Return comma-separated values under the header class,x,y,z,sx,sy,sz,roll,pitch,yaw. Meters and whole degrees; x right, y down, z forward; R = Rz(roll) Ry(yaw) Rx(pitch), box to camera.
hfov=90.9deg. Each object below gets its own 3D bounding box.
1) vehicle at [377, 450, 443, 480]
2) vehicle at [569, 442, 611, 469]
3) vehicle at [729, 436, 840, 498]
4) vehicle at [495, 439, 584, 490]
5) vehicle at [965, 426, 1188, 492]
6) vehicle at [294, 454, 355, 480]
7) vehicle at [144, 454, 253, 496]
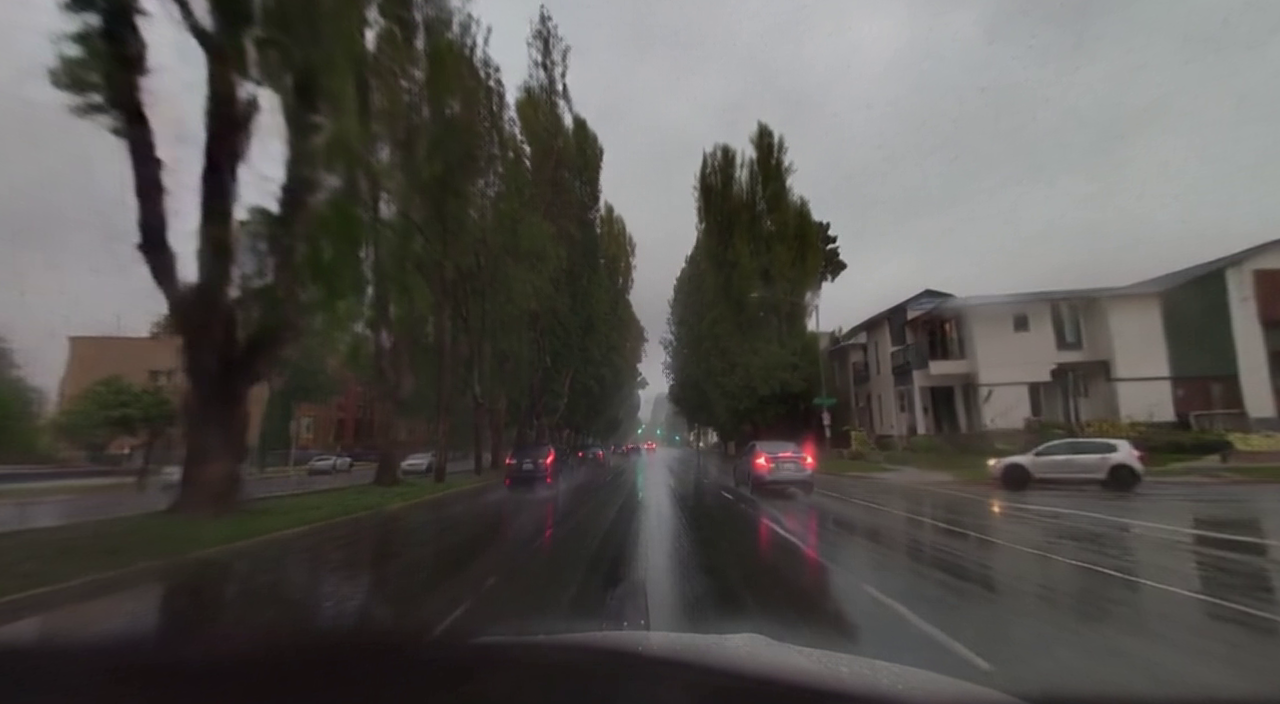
class,x,y,z,sx,sy,sz,roll,pitch,yaw
vehicle,-12.470,6.123,34.465,1.871,1.478,4.489,0,-8,1
vehicle,-2.950,6.158,37.830,1.988,1.497,4.404,0,-8,2
vehicle,3.813,3.117,17.539,2.010,1.486,4.498,0,-8,0
vehicle,-3.125,3.604,20.565,2.053,1.480,4.381,0,-8,2
vehicle,12.205,3.024,18.010,4.717,1.733,1.994,-2,-9,10
vehicle,-22.257,8.102,44.630,1.960,1.698,4.446,0,-8,1
vehicle,-22.313,6.180,32.152,2.073,1.878,4.912,0,-8,-1
